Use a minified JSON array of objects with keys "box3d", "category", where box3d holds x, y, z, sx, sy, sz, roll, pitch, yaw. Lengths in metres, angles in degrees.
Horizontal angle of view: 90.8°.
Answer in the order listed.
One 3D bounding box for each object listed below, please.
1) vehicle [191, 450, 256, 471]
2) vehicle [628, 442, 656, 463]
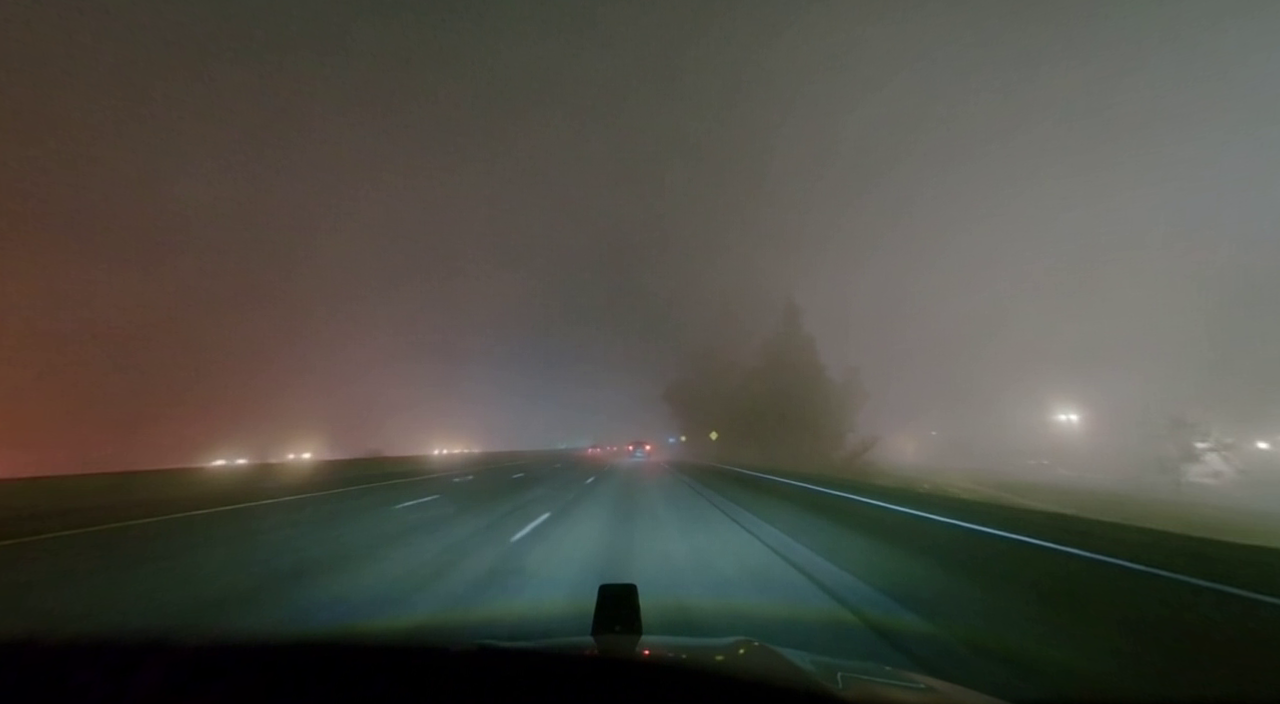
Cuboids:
[{"box3d":[-32.045,8.310,48.728,1.860,1.486,4.721,0,-8,0],"category":"vehicle"},{"box3d":[0.077,7.643,48.114,2.021,1.528,4.154,0,-8,-1],"category":"vehicle"}]
